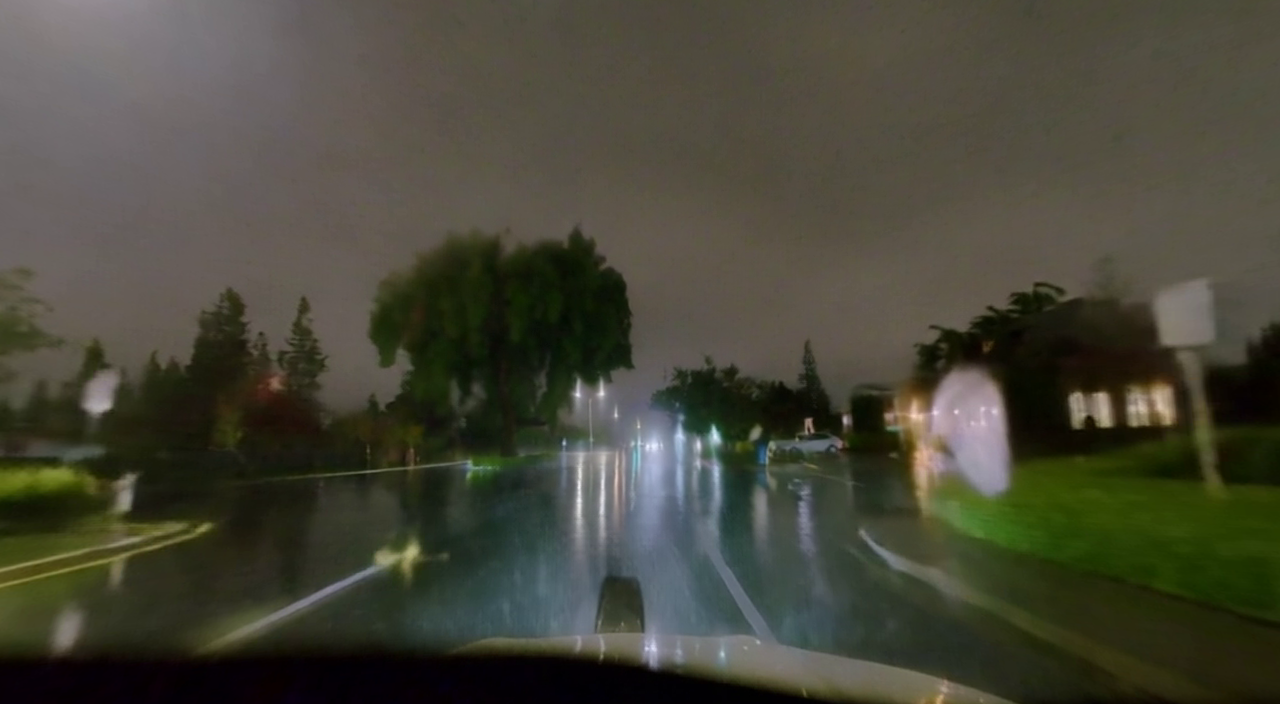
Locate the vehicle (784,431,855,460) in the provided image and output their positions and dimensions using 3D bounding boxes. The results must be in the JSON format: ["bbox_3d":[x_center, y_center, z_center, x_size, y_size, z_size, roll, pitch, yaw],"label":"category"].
[{"bbox_3d":[11.882,6.207,42.111,2.199,1.661,4.495,5,-7,-23],"label":"vehicle"}]

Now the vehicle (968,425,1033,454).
[{"bbox_3d":[20.707,4.981,36.221,4.241,1.560,1.979,6,-10,-43],"label":"vehicle"}]
